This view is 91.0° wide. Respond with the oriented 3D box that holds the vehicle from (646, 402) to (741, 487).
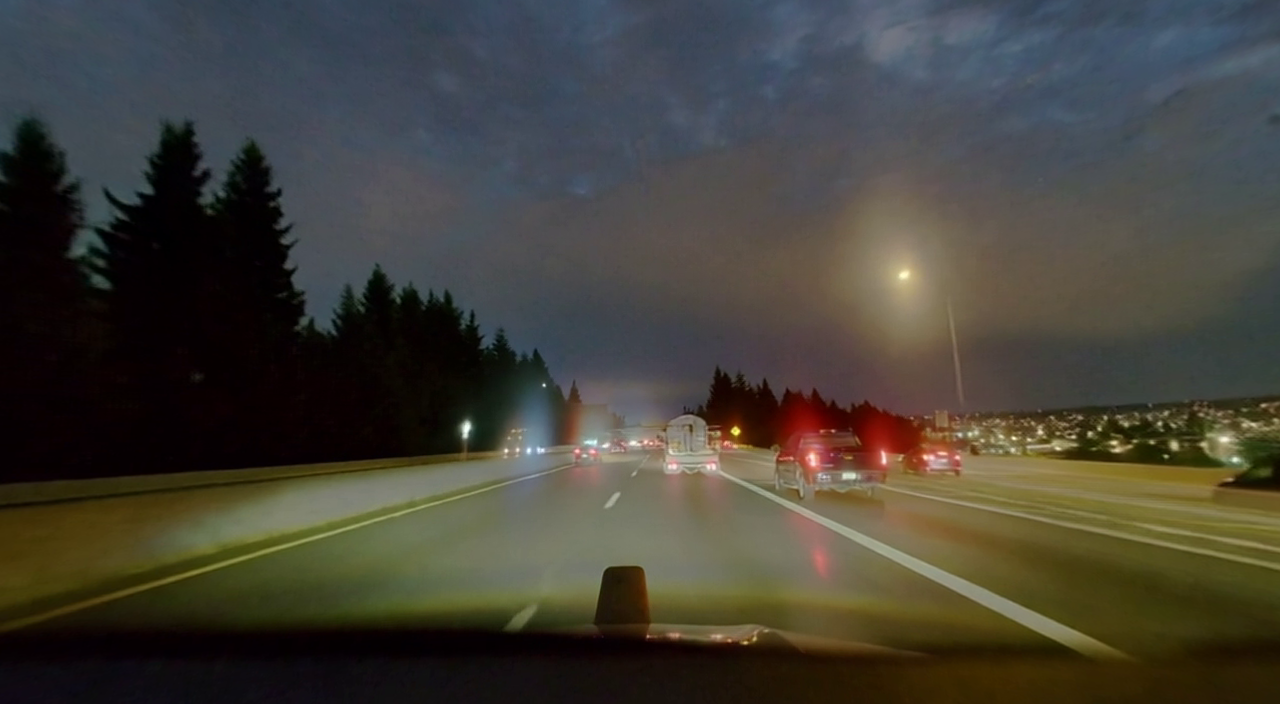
[{"bbox_3d":[1.567,3.114,21.280,2.677,2.439,6.402,0,-8,0],"label":"vehicle"}]
